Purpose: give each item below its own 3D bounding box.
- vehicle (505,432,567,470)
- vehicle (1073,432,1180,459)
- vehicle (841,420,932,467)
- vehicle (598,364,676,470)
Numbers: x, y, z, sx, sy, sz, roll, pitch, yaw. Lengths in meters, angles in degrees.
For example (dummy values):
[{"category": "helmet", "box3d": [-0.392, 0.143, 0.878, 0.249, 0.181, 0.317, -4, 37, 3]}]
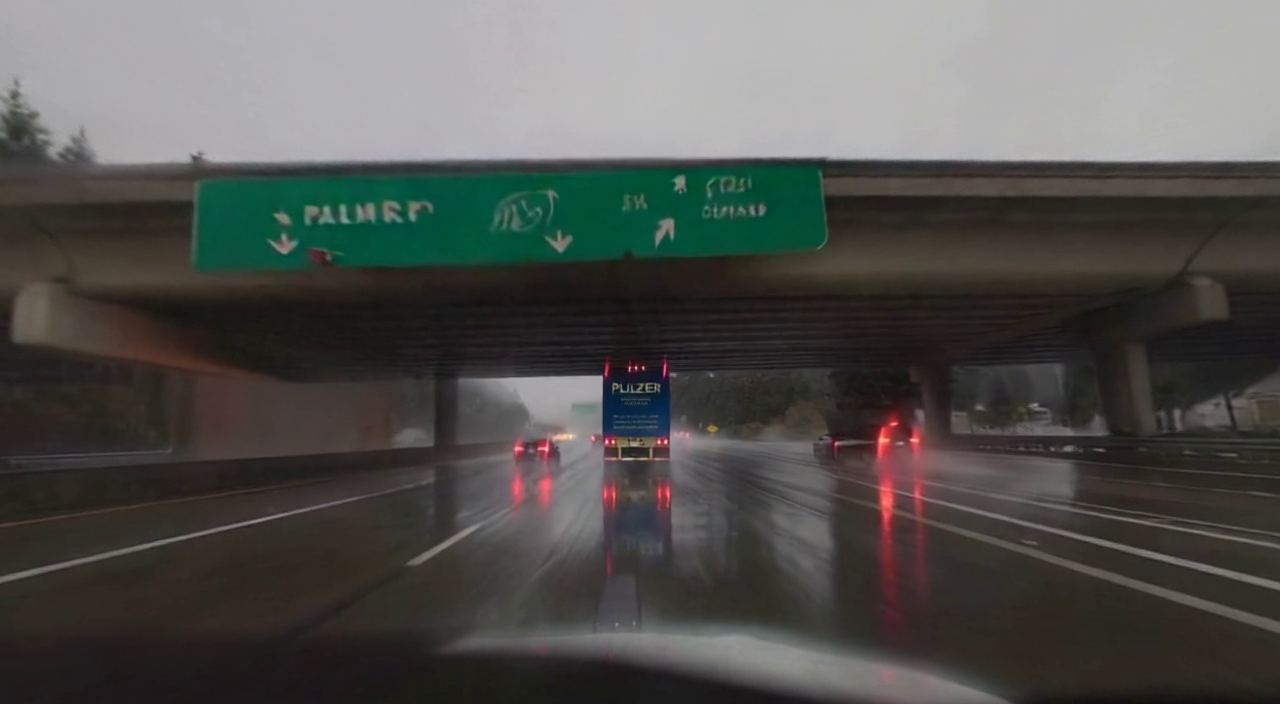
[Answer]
[{"category": "vehicle", "box3d": [-4.272, 4.137, 26.509, 1.943, 1.446, 4.158, 0, -8, 0]}, {"category": "vehicle", "box3d": [28.534, 5.457, 37.054, 1.973, 1.466, 4.591, 7, -11, -42]}, {"category": "vehicle", "box3d": [10.534, 3.936, 27.324, 2.052, 1.841, 4.481, 0, -8, -1]}, {"category": "vehicle", "box3d": [-0.319, 3.243, 29.696, 2.926, 3.959, 11.818, 0, -8, -2]}]
